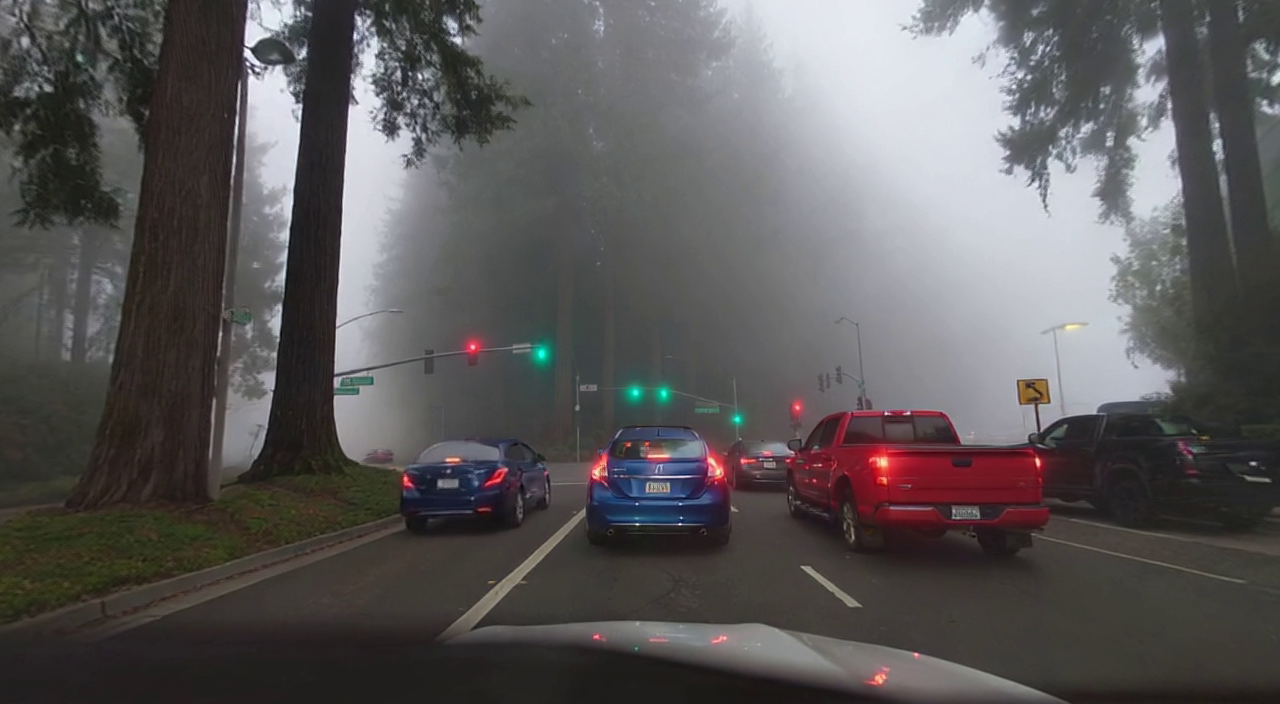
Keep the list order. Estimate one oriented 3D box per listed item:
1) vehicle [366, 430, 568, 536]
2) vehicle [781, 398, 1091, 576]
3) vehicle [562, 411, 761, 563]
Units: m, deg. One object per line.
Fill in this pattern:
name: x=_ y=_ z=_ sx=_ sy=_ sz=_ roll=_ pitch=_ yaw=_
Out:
vehicle: x=-2.771 y=2.257 z=11.626 sx=2.133 sy=1.496 sz=5.150 roll=0 pitch=-8 yaw=2
vehicle: x=3.379 y=1.633 z=8.380 sx=2.099 sy=1.725 sz=4.290 roll=0 pitch=-8 yaw=2
vehicle: x=0.239 y=1.777 z=8.973 sx=2.168 sy=1.641 sz=4.039 roll=0 pitch=-8 yaw=0
